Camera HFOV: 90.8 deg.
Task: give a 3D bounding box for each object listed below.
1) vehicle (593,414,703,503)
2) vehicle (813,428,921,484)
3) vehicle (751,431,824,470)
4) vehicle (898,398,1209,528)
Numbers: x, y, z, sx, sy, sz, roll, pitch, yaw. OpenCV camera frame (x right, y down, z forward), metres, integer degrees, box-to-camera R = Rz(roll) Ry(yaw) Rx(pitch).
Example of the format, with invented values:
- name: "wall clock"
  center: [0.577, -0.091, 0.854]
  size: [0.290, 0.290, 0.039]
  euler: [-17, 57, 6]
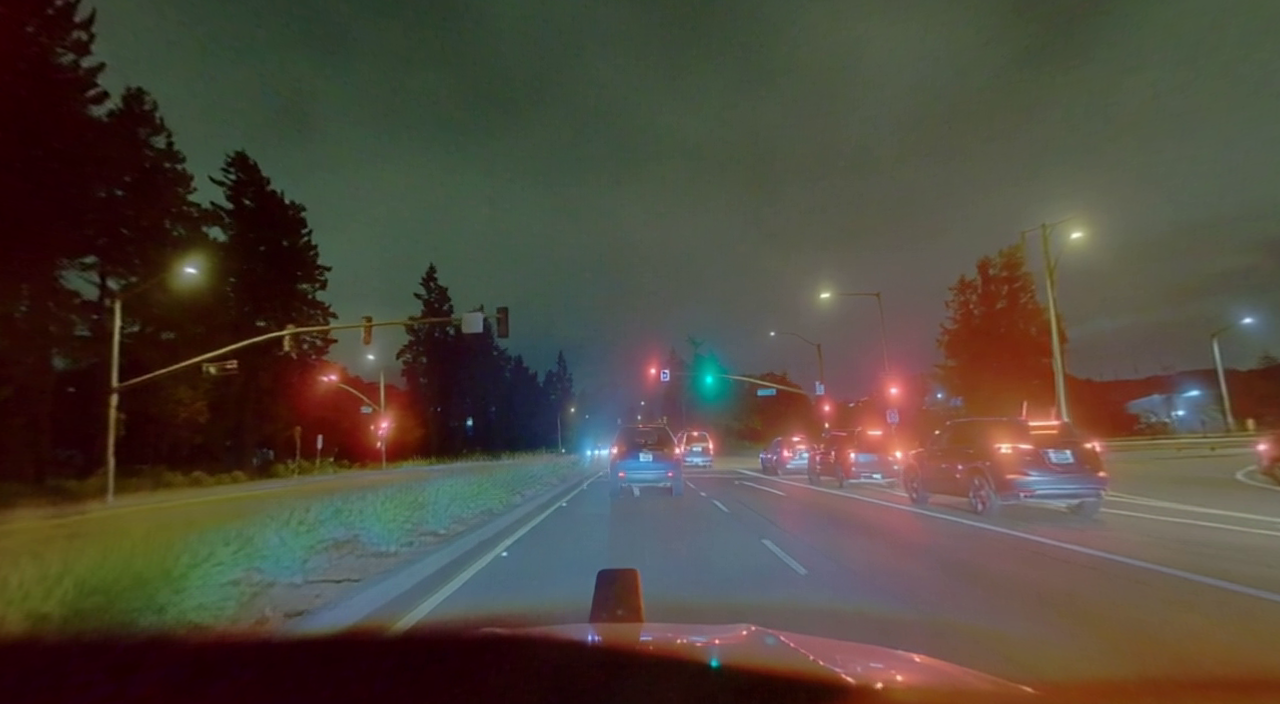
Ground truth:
- name: "vehicle"
  center: [0.148, 2.599, 15.688]
  size: [2.353, 1.894, 4.122]
  euler: [0, -9, -1]
- name: "vehicle"
  center: [7.343, 3.431, 20.942]
  size: [2.025, 1.642, 4.189]
  euler: [0, -9, 0]
- name: "vehicle"
  center: [7.339, 4.986, 32.002]
  size: [2.440, 1.775, 4.791]
  euler: [0, -9, -1]
- name: "vehicle"
  center: [7.128, 2.026, 11.932]
  size: [2.251, 1.873, 5.346]
  euler: [0, -9, 0]
